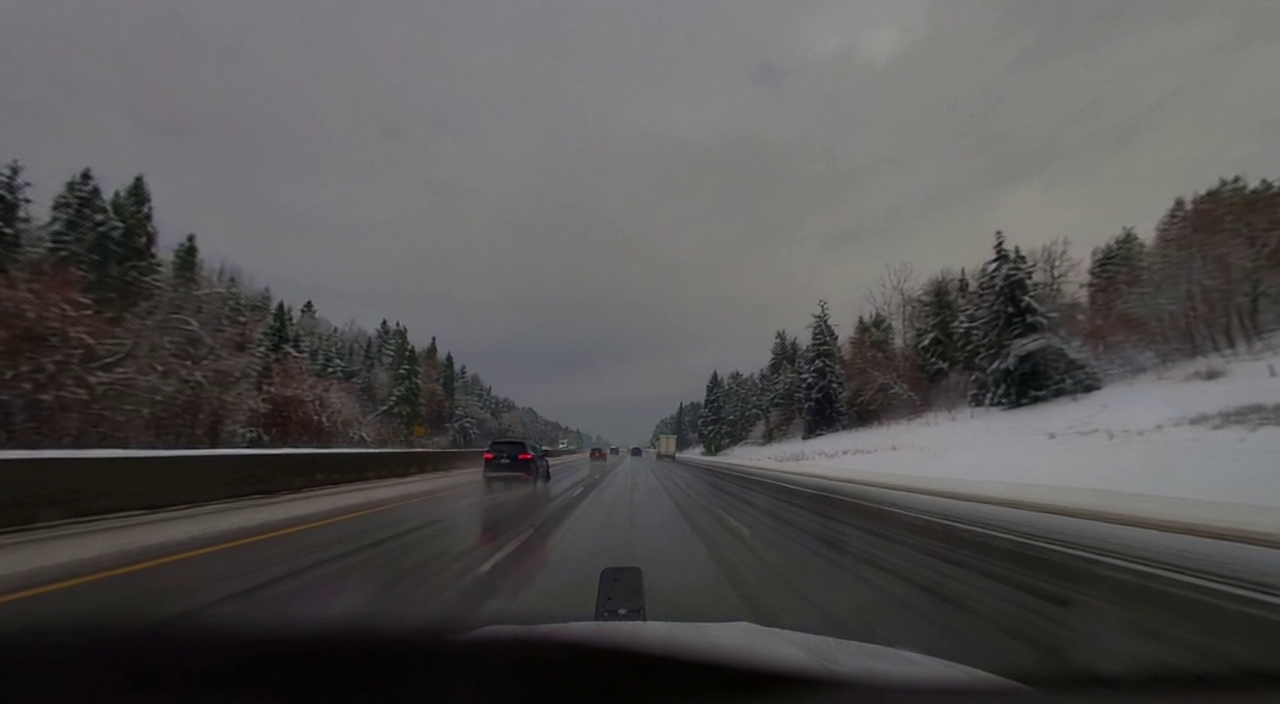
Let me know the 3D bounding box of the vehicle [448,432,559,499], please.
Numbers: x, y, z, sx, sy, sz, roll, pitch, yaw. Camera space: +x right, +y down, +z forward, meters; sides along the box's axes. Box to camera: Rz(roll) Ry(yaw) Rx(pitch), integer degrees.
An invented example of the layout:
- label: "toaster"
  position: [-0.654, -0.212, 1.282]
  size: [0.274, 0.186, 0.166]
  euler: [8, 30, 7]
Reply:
- label: "vehicle"
  position: [-3.751, 3.224, 18.221]
  size: [2.108, 1.666, 4.558]
  euler: [0, -9, 1]
